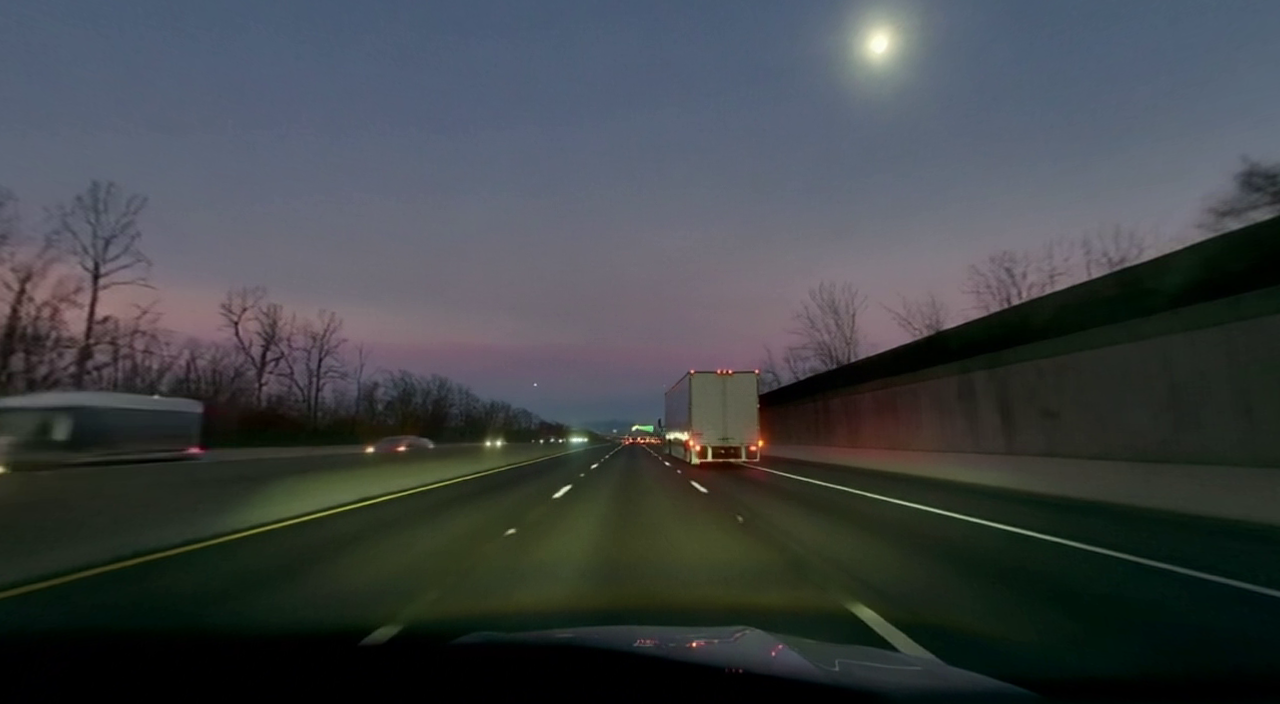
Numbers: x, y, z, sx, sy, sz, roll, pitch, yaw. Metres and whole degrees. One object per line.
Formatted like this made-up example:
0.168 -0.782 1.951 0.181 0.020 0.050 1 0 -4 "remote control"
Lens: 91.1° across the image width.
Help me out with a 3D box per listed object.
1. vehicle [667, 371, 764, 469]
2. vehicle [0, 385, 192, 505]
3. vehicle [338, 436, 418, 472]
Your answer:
3.535 3.876 34.544 2.979 4.161 15.508 1 -7 -2 "vehicle"
-15.572 2.430 16.601 2.333 2.686 7.040 0 -8 -1 "vehicle"
-12.008 4.663 29.153 1.870 1.516 4.423 0 -8 -1 "vehicle"
